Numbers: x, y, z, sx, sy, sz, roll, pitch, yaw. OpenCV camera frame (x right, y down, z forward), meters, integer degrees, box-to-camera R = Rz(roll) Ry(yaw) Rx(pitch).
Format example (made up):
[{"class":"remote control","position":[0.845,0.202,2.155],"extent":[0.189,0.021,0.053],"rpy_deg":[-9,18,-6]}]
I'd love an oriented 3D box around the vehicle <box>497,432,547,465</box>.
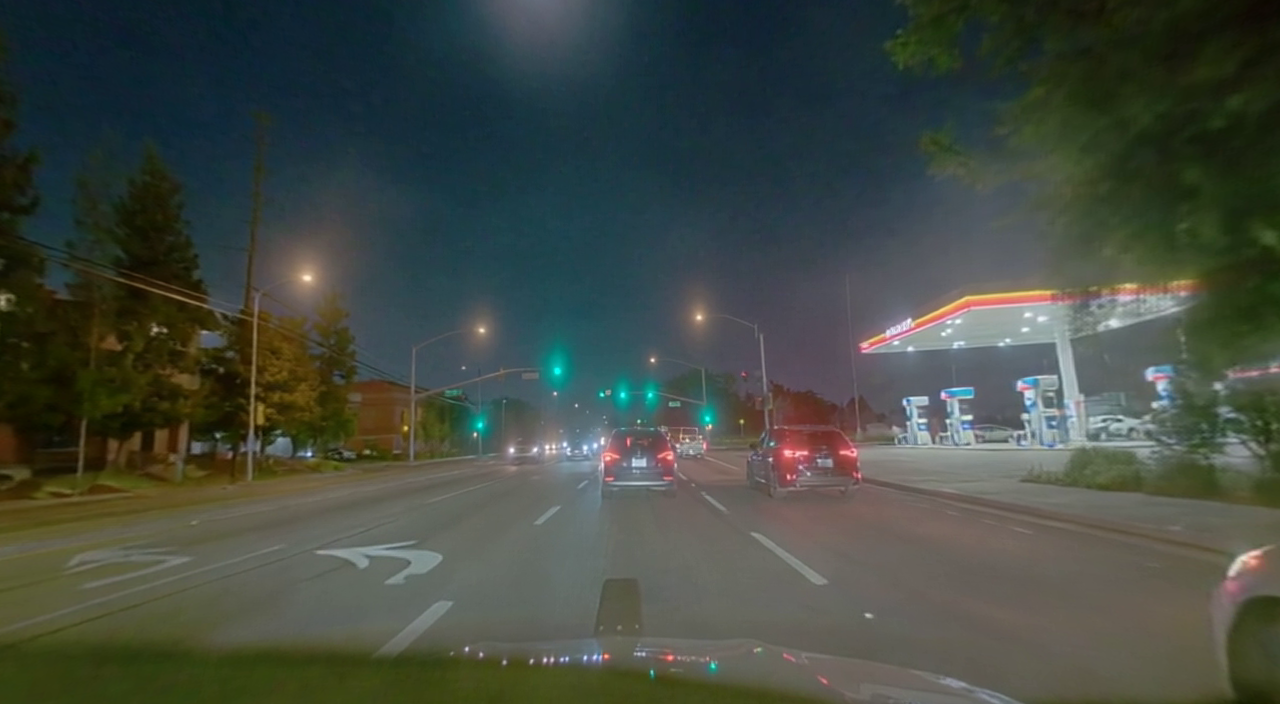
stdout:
[{"class":"vehicle","position":[-6.573,5.430,35.718],"extent":[1.994,1.695,4.471],"rpy_deg":[0,-8,0]}]

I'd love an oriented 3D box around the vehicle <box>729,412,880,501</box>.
[{"class":"vehicle","position":[3.695,2.492,15.386],"extent":[2.116,1.791,5.006],"rpy_deg":[0,-8,-3]}]

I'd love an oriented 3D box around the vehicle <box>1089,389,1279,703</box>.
[{"class":"vehicle","position":[3.338,0.691,1.059],"extent":[1.904,1.472,4.358],"rpy_deg":[0,-8,-1]}]

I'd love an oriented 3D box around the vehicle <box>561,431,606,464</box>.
[{"class":"vehicle","position":[-3.163,5.489,36.353],"extent":[2.155,1.745,4.248],"rpy_deg":[0,-8,0]}]

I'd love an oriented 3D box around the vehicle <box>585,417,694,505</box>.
[{"class":"vehicle","position":[-0.092,2.446,14.505],"extent":[2.164,1.718,3.881],"rpy_deg":[0,-8,-2]}]
